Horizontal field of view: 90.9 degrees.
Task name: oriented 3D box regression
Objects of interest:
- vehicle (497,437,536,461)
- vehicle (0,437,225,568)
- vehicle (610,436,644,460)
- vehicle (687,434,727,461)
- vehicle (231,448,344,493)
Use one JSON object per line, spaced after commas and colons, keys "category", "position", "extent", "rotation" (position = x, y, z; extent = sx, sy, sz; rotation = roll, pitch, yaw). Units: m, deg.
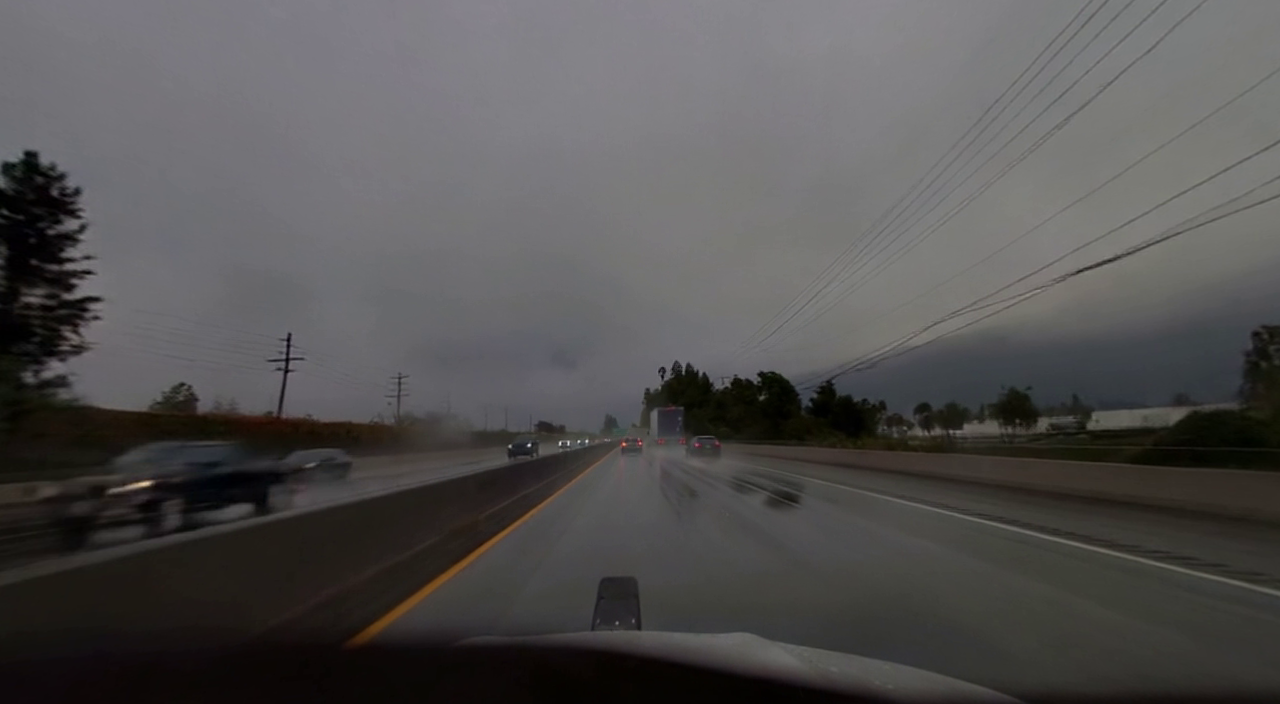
{"category": "vehicle", "position": [-9.369, 7.389, 48.248], "extent": [2.056, 1.650, 4.770], "rotation": [0, -8, 0]}
{"category": "vehicle", "position": [-9.230, 2.227, 10.255], "extent": [2.031, 1.646, 4.303], "rotation": [0, -8, -1]}
{"category": "vehicle", "position": [-0.870, 6.339, 41.898], "extent": [2.163, 1.466, 3.693], "rotation": [0, -8, -1]}
{"category": "vehicle", "position": [4.038, 5.819, 38.610], "extent": [1.930, 1.573, 3.853], "rotation": [0, -8, -2]}
{"category": "vehicle", "position": [-13.373, 4.468, 24.243], "extent": [1.866, 1.463, 4.346], "rotation": [0, -8, -1]}
